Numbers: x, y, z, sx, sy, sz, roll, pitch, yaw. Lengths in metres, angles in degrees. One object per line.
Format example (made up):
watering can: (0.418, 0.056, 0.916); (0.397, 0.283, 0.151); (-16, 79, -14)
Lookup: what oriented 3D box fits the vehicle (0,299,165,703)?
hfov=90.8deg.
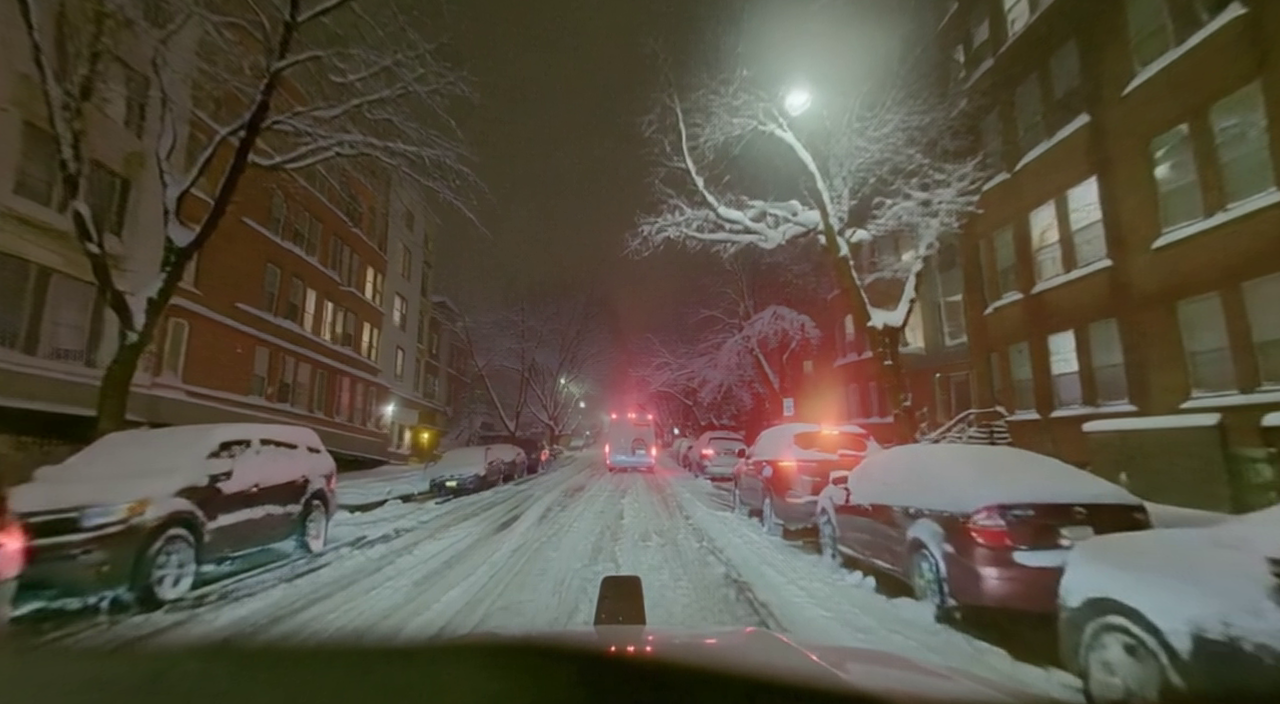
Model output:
vehicle: (-3.018, 0.519, 0.466); (2.029, 1.802, 4.229); (0, -8, -1)

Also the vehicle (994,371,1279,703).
vehicle: (3.209, 0.807, 1.592); (2.035, 1.549, 4.373); (3, -8, -2)

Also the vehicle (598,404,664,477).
vehicle: (-0.398, 4.267, 30.300); (2.754, 3.008, 7.730); (0, -8, -1)

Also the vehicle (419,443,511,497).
vehicle: (-5.870, 3.966, 21.788); (1.967, 1.492, 4.781); (-4, -8, -3)

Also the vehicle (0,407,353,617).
vehicle: (-5.398, 1.715, 7.696); (1.923, 1.755, 4.316); (-2, -8, -2)
